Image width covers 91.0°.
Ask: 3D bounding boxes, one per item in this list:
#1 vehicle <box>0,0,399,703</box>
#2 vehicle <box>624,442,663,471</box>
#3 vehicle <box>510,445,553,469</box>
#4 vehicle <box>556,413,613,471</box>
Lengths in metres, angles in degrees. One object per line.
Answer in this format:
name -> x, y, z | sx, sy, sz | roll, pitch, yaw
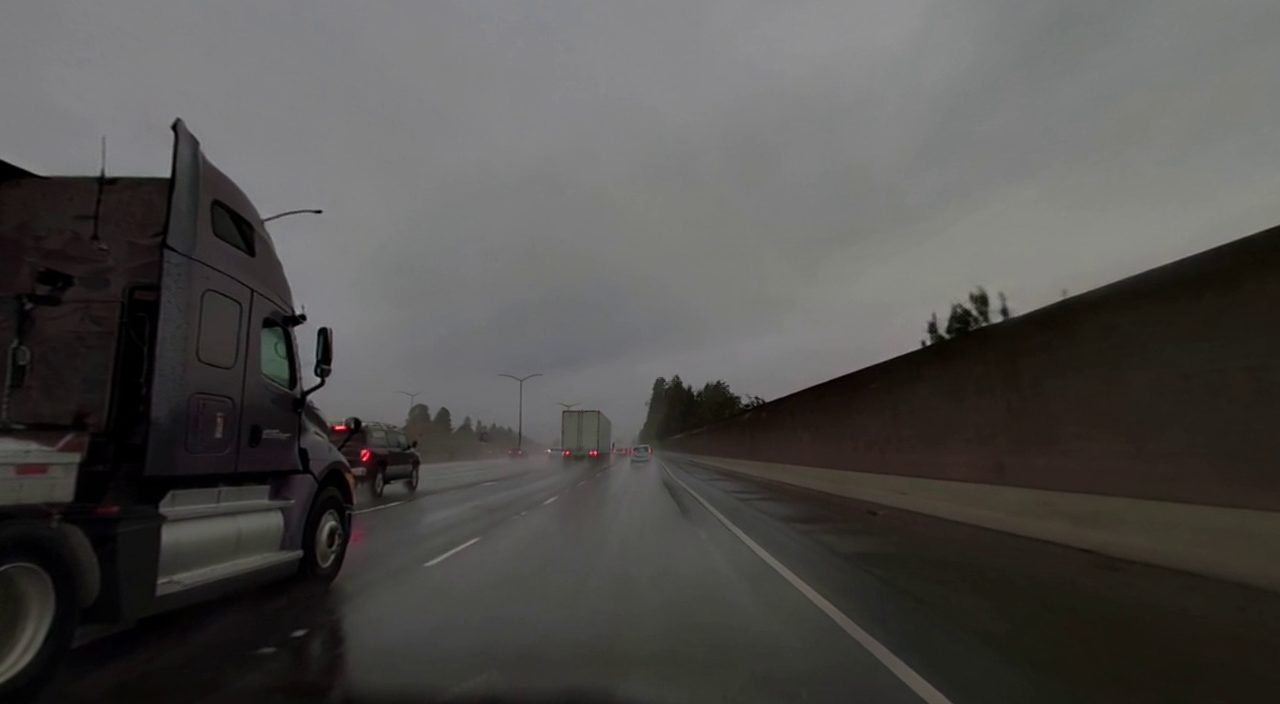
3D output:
vehicle -> -3.631, -0.074, 0.510 | 3.025, 3.266, 9.256 | 0, -9, 1
vehicle -> 0.222, 6.200, 37.528 | 2.178, 1.640, 4.071 | 0, -9, 1
vehicle -> -7.091, 6.922, 41.495 | 1.962, 1.489, 4.002 | 0, -9, 2
vehicle -> -3.424, 5.939, 41.198 | 2.956, 3.331, 9.575 | 0, -9, -1
